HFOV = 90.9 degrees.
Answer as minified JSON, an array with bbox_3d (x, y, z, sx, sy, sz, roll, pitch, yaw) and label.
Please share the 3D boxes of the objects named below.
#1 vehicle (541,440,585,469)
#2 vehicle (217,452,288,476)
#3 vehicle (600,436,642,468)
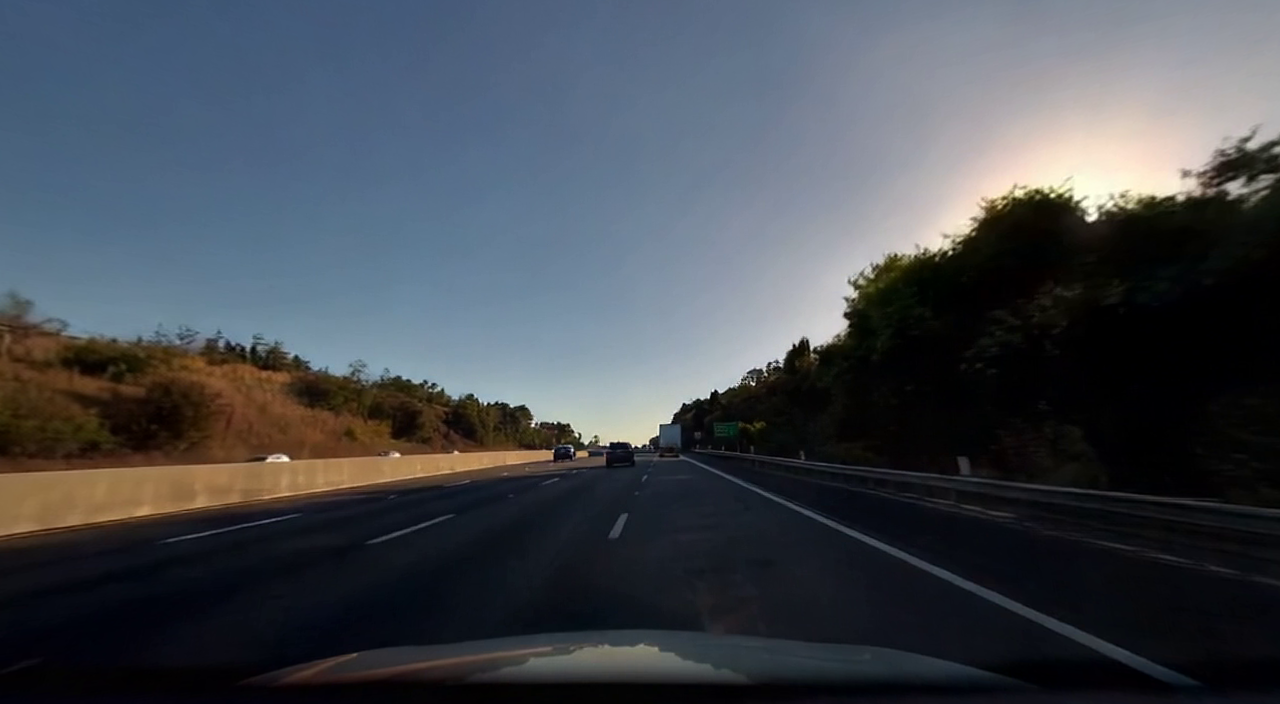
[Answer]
[{"bbox_3d":[-4.769,6.384,39.498,2.062,1.691,4.278,0,-9,2],"label":"vehicle"},{"bbox_3d":[-26.500,7.660,43.336,1.946,1.489,4.422,0,-9,2],"label":"vehicle"},{"bbox_3d":[-1.086,6.157,38.973,2.283,1.802,4.810,0,-9,2],"label":"vehicle"}]
